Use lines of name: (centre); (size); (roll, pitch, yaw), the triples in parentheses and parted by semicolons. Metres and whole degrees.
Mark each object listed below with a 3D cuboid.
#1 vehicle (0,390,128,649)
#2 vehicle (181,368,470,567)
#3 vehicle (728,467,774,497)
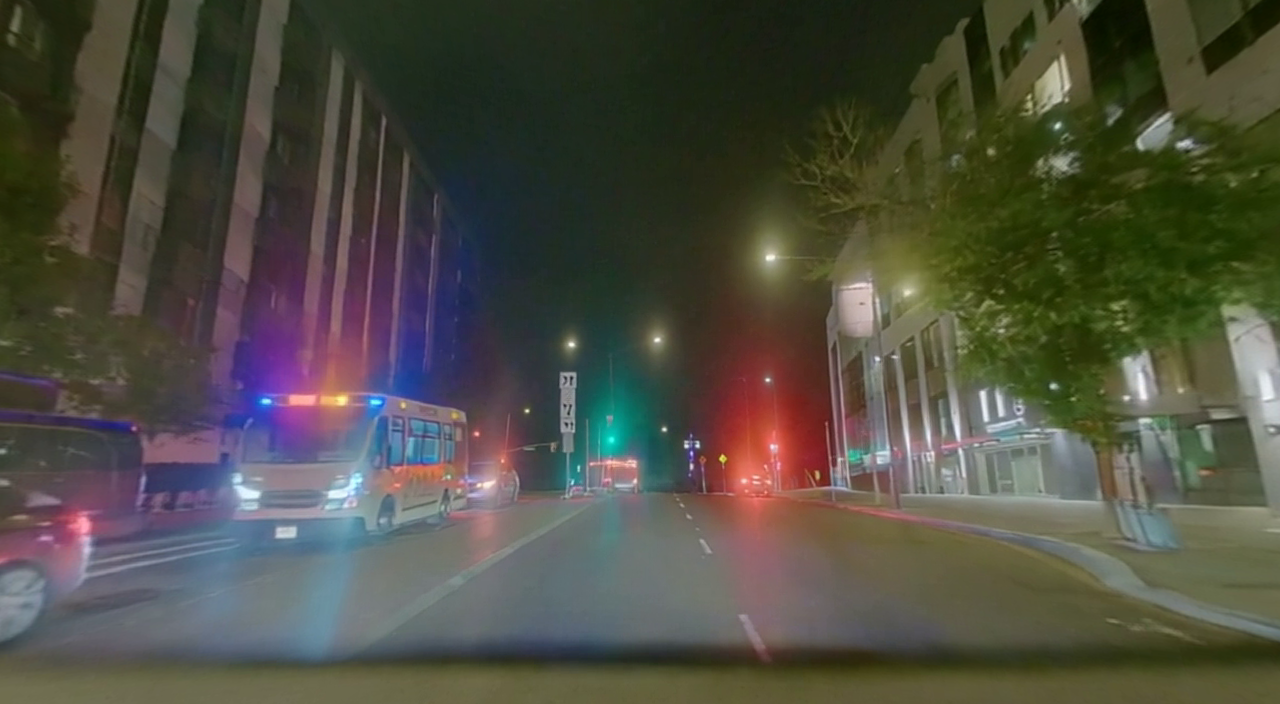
vehicle: (-5.640, 1.022, 3.301); (1.988, 1.855, 4.599); (0, -9, 1)
vehicle: (-5.086, 2.007, 11.599); (2.268, 2.708, 5.699); (0, -9, 1)
vehicle: (6.430, 7.585, 37.065); (1.888, 1.536, 4.381); (0, -9, -1)
